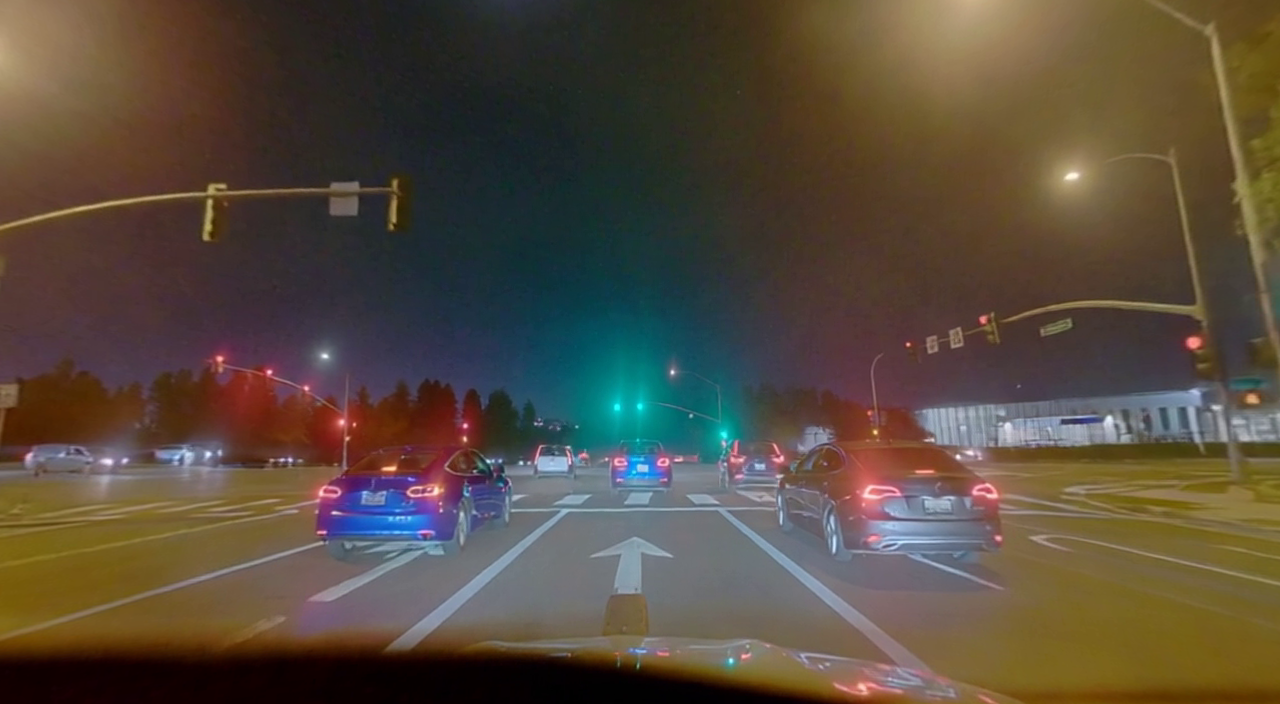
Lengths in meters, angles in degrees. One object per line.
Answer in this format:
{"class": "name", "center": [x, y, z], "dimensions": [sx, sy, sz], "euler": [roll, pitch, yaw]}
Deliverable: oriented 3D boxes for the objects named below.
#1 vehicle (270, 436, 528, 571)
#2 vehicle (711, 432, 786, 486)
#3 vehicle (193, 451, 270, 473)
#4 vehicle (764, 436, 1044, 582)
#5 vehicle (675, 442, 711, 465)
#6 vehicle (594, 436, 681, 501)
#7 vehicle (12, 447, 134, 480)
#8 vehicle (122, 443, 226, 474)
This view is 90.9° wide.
{"class": "vehicle", "center": [-3.102, 2.027, 9.313], "dimensions": [2.015, 1.478, 4.407], "euler": [0, -8, 1]}
{"class": "vehicle", "center": [3.768, 3.796, 22.570], "dimensions": [1.938, 1.732, 4.006], "euler": [0, -8, 0]}
{"class": "vehicle", "center": [-28.811, 7.761, 44.456], "dimensions": [4.349, 1.429, 1.819], "euler": [-2, -9, 8]}
{"class": "vehicle", "center": [3.262, 1.983, 9.050], "dimensions": [1.951, 1.522, 4.614], "euler": [0, -8, -1]}
{"class": "vehicle", "center": [3.922, 7.637, 47.521], "dimensions": [2.138, 1.624, 4.417], "euler": [0, -8, -3]}
{"class": "vehicle", "center": [-0.189, 3.190, 17.708], "dimensions": [2.144, 1.563, 4.218], "euler": [0, -9, -3]}
{"class": "vehicle", "center": [-30.306, 5.962, 33.785], "dimensions": [4.427, 1.629, 2.213], "euler": [-1, -8, 3]}
{"class": "vehicle", "center": [-29.199, 6.676, 39.597], "dimensions": [4.916, 1.793, 2.082], "euler": [-1, -8, 3]}
